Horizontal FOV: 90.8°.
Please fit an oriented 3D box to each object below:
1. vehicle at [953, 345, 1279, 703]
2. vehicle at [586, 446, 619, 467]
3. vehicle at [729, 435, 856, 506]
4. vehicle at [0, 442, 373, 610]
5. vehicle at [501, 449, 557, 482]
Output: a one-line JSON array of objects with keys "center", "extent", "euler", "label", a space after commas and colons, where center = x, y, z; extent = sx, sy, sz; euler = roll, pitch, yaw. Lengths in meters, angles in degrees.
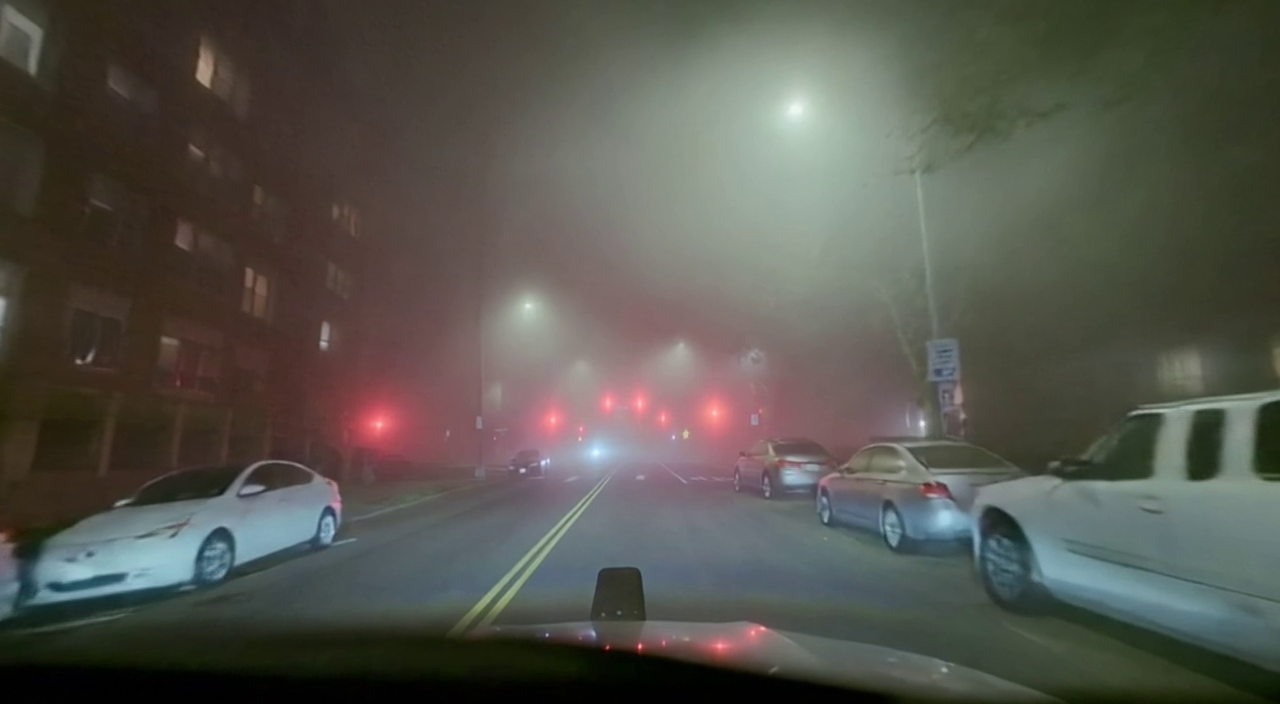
[{"center": [3.948, 0.992, 3.226], "extent": [2.093, 1.857, 5.414], "euler": [1, -8, 2], "label": "vehicle"}, {"center": [-2.679, 7.553, 45.735], "extent": [2.029, 1.438, 4.313], "euler": [0, -8, 1], "label": "vehicle"}, {"center": [4.015, 3.196, 17.604], "extent": [2.082, 1.662, 4.753], "euler": [0, -8, -4], "label": "vehicle"}, {"center": [-5.942, 2.201, 9.082], "extent": [2.142, 1.775, 4.428], "euler": [0, -8, 2], "label": "vehicle"}, {"center": [-5.755, 5.912, 33.244], "extent": [1.947, 1.473, 4.397], "euler": [-4, -8, 1], "label": "vehicle"}]
